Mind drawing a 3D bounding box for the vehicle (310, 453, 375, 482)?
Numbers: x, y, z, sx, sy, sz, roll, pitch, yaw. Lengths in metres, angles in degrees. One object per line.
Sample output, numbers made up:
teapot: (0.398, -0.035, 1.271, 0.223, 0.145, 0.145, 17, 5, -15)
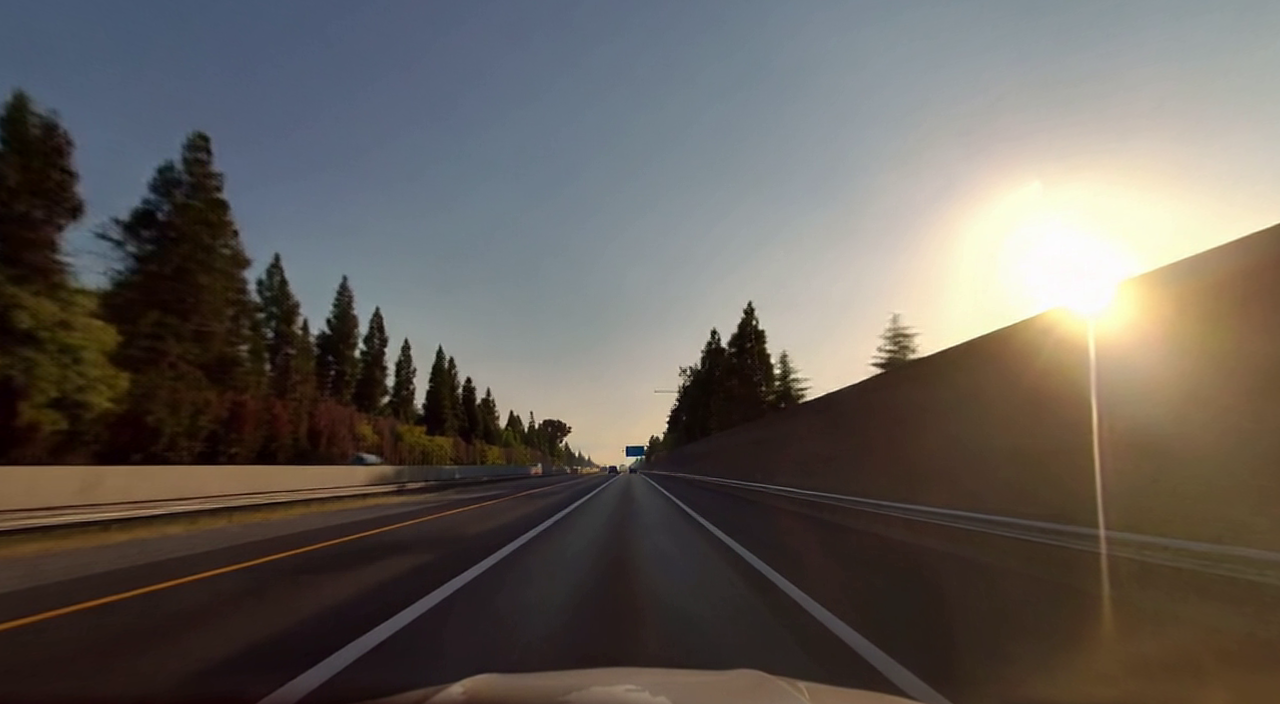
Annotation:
vehicle: (-17.171, 6.711, 36.623, 1.854, 1.525, 3.895, 1, -10, 0)
